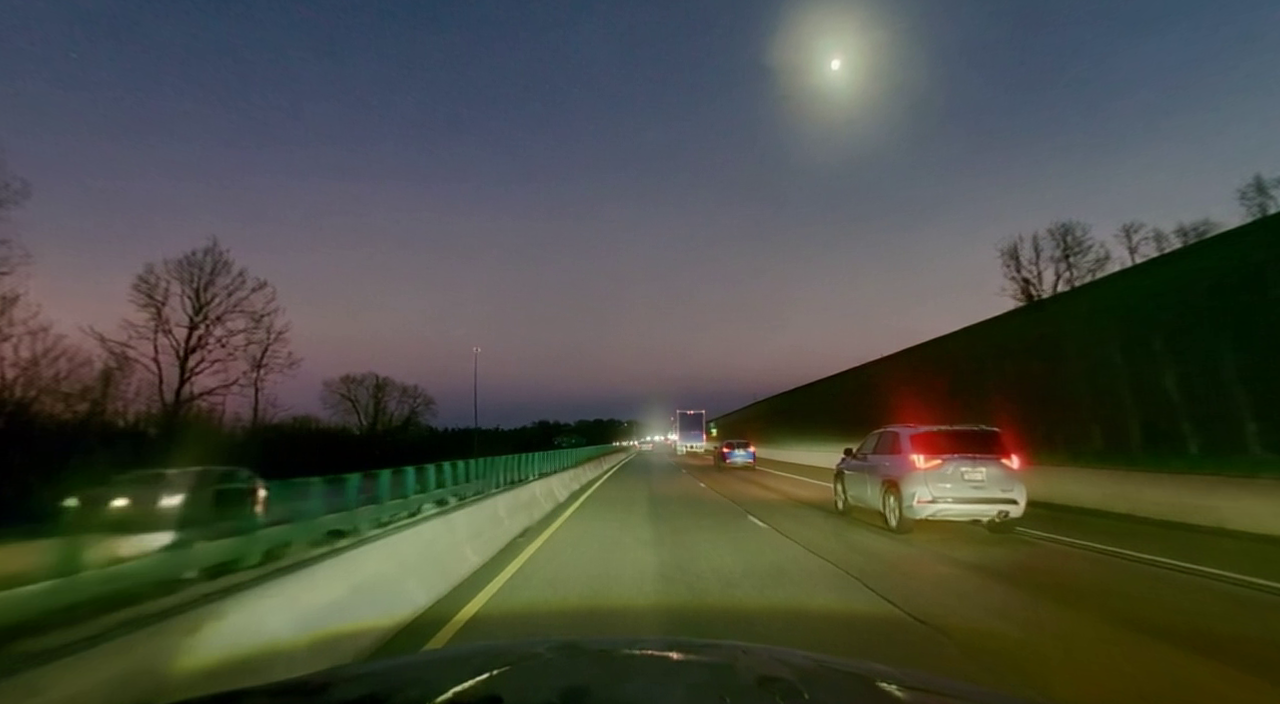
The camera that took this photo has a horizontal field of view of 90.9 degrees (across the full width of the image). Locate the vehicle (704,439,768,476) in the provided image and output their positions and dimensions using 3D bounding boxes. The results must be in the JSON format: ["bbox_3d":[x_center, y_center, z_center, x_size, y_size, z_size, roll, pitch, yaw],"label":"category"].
[{"bbox_3d":[4.099,4.560,27.613,2.000,1.473,4.440,0,-8,-2],"label":"vehicle"}]

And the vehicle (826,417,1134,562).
[{"bbox_3d":[4.282,1.773,8.854,1.940,1.539,4.005,1,-8,-2],"label":"vehicle"}]

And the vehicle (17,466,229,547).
[{"bbox_3d":[-11.803,3.501,14.811,1.822,1.462,3.905,1,-8,-4],"label":"vehicle"}]
